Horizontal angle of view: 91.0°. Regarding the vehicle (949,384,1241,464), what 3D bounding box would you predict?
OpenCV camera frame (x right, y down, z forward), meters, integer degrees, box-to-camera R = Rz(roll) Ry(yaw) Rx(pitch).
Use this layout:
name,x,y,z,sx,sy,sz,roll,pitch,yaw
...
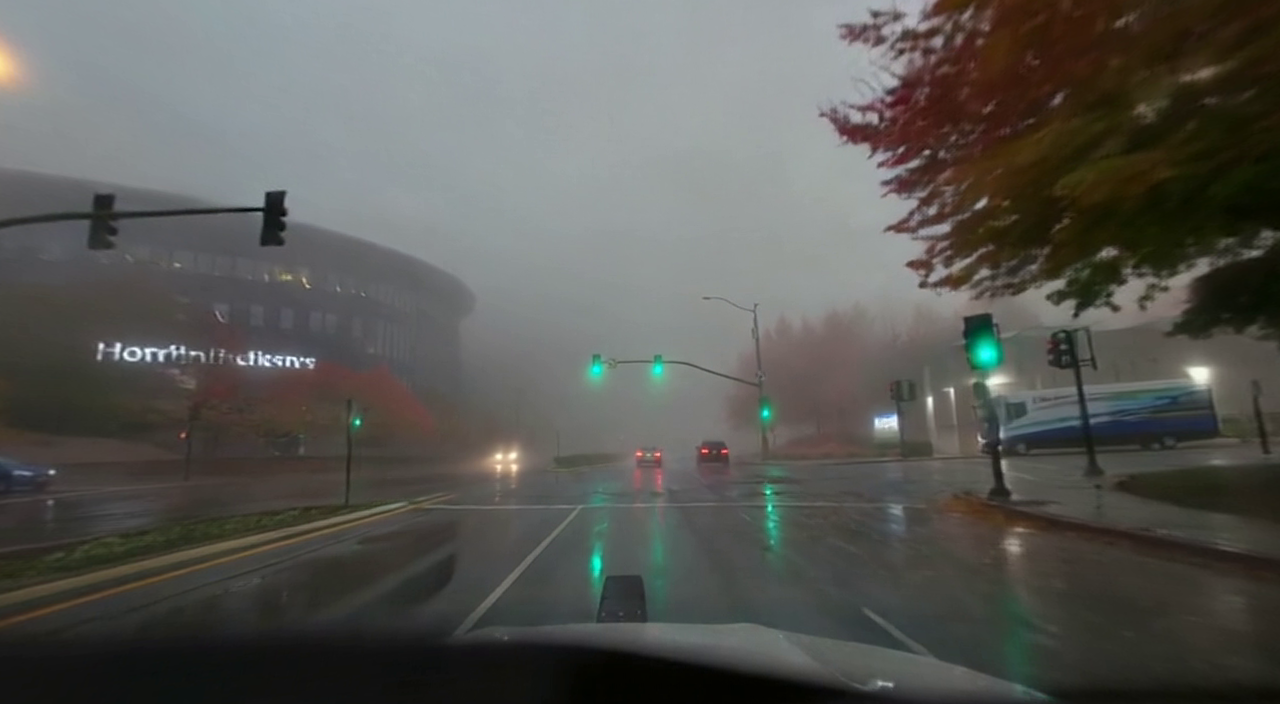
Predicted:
name,x,y,z,sx,sy,sz,roll,pitch,yaw
vehicle,21.139,3.459,29.982,10.893,3.534,3.195,-1,-9,5

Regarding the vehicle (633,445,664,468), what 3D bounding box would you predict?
name,x,y,z,sx,sy,sz,roll,pitch,yaw
vehicle,0.647,7.435,45.030,2.014,1.525,4.197,0,-9,3

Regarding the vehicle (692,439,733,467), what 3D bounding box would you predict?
name,x,y,z,sx,sy,sz,roll,pitch,yaw
vehicle,4.796,6.756,42.371,2.174,1.749,4.739,0,-9,-1
